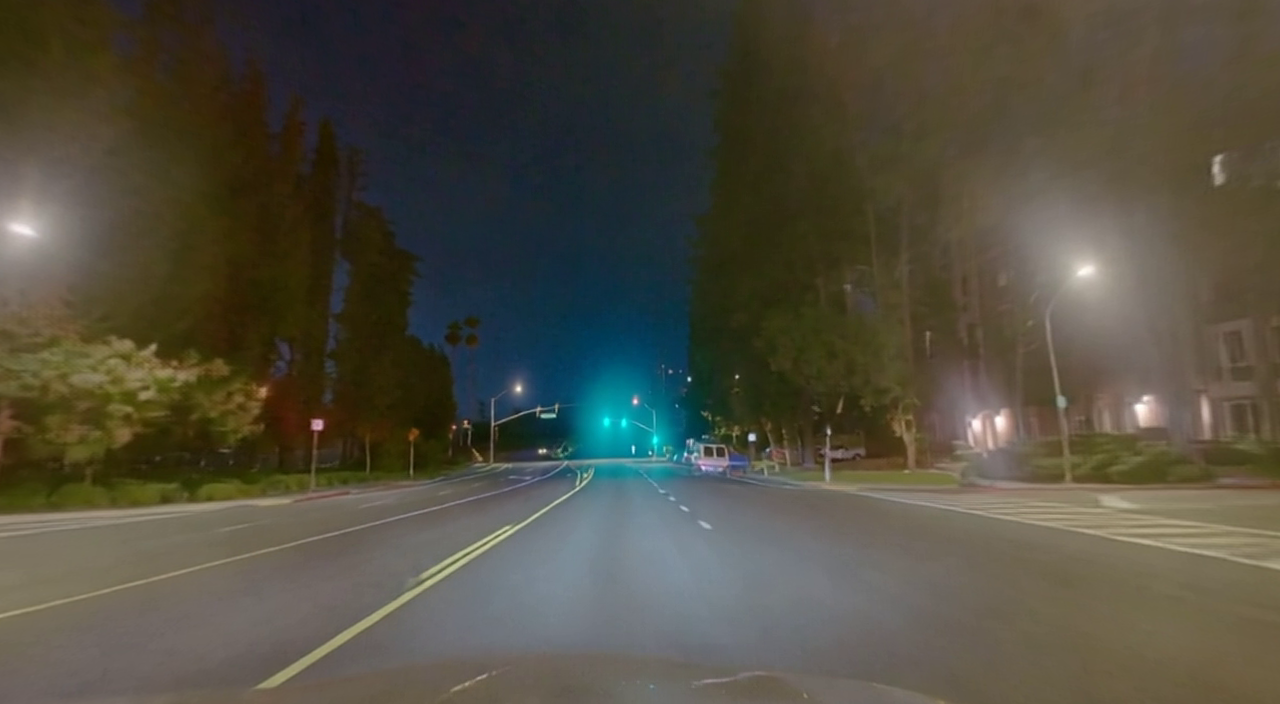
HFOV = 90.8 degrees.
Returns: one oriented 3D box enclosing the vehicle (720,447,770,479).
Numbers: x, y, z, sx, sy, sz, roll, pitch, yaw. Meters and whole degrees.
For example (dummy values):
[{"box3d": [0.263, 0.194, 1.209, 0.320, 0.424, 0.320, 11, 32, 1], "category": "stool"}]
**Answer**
[{"box3d": [5.989, 6.410, 36.686, 2.024, 1.710, 4.525, 0, -9, -1], "category": "vehicle"}]
